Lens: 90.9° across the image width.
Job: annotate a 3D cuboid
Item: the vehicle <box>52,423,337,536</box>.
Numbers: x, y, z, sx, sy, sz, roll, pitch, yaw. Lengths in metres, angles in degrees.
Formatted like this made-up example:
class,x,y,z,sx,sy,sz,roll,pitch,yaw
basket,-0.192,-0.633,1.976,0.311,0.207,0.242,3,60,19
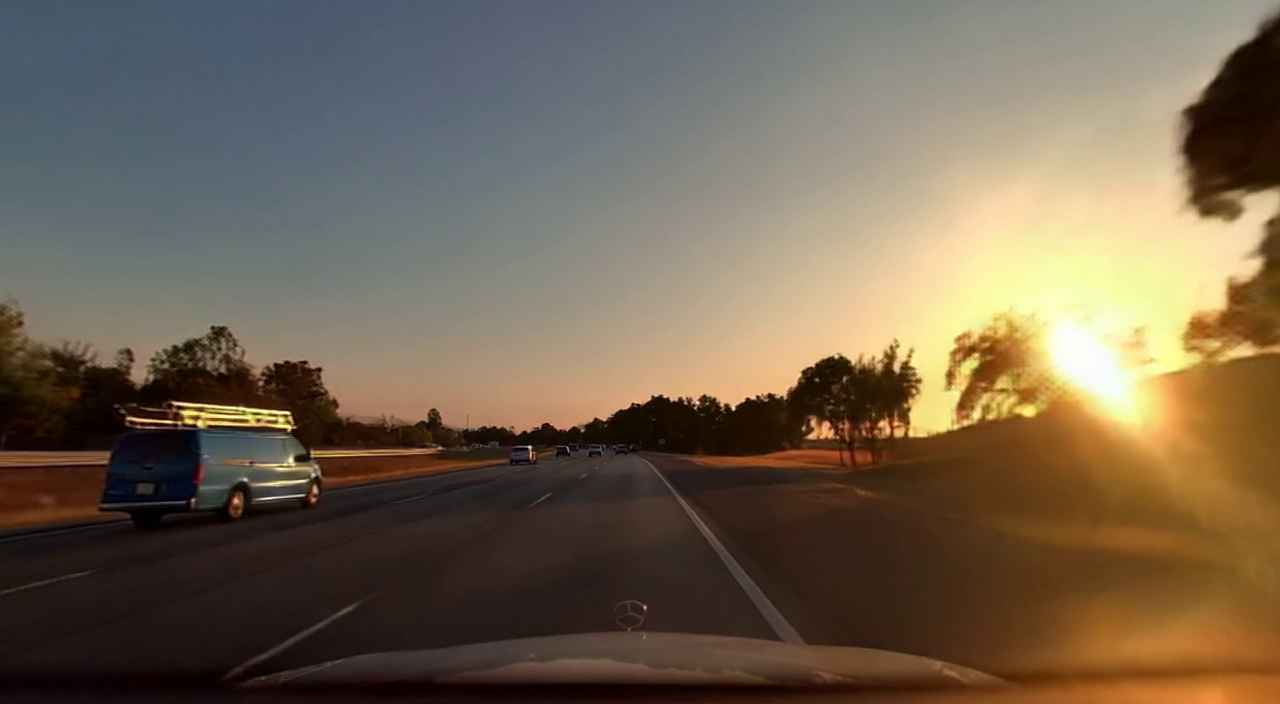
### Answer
class,x,y,z,sx,sy,sz,roll,pitch,yaw
vehicle,-8.183,2.373,12.379,2.093,1.752,4.771,0,-9,0

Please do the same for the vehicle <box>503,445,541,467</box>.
class,x,y,z,sx,sy,sz,roll,pitch,yaw
vehicle,-8.520,7.535,46.013,1.958,1.499,4.437,0,-9,0
